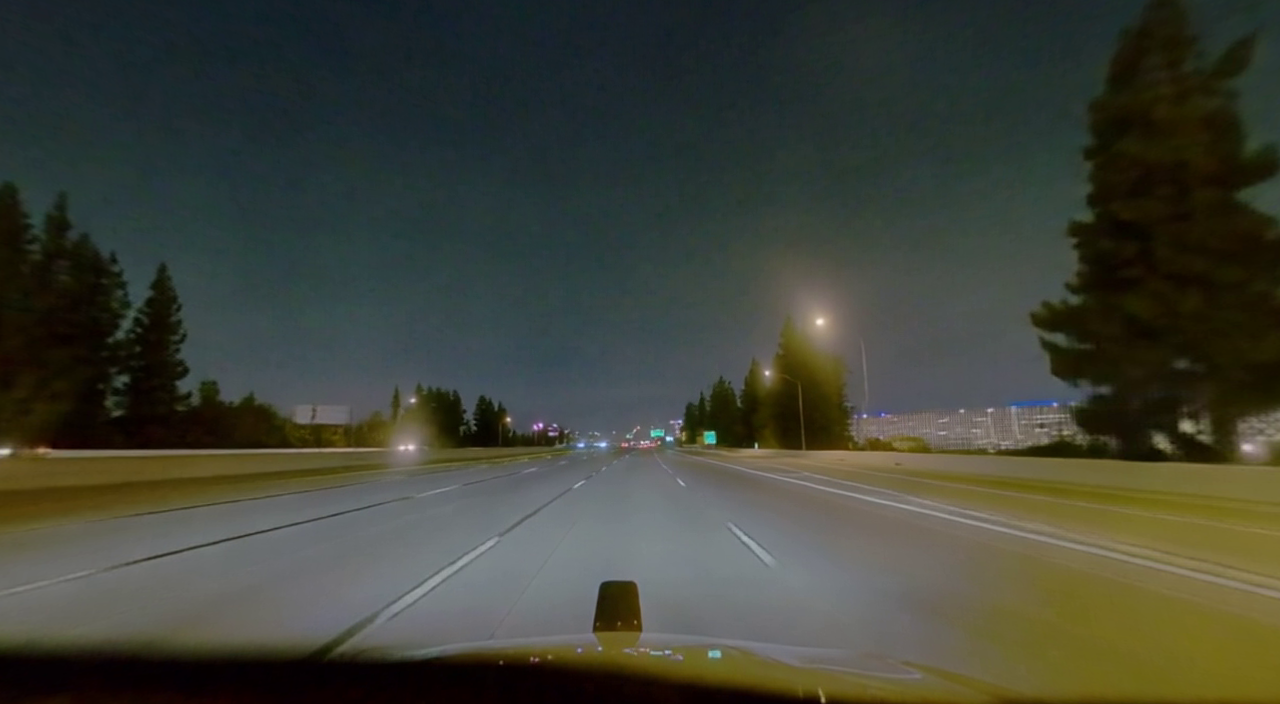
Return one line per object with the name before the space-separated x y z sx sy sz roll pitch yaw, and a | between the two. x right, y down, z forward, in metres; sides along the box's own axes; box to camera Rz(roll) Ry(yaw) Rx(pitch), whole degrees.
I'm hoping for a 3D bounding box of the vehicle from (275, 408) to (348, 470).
vehicle | -19.710 5.262 38.159 2.714 3.543 2.793 0 -9 0
